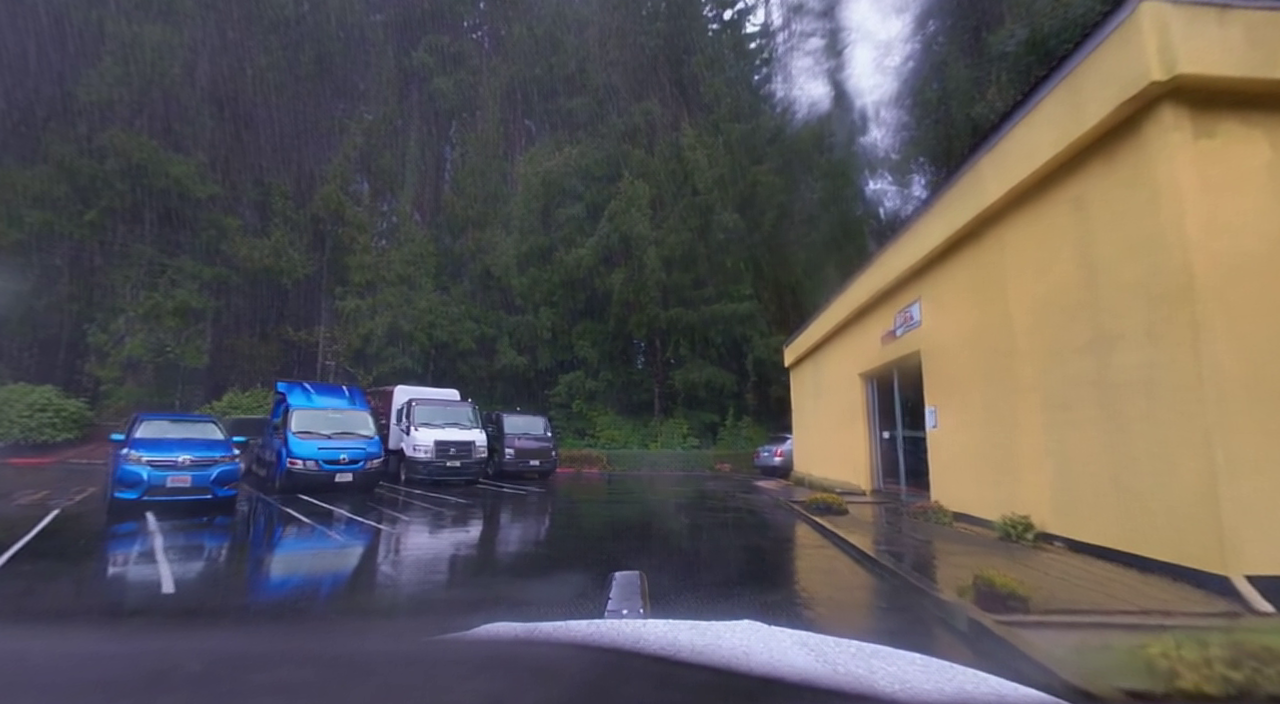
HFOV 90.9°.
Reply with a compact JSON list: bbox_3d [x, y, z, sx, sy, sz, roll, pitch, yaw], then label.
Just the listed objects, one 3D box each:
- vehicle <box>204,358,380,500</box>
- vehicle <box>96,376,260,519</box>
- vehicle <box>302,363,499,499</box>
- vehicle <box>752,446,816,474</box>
[{"bbox_3d":[-12.962,2.932,22.683,3.038,3.871,11.512,7,-12,-40],"label":"vehicle"},{"bbox_3d":[-12.811,2.602,17.153,2.674,3.007,7.819,8,-12,-40],"label":"vehicle"},{"bbox_3d":[-9.757,3.191,24.331,2.948,4.069,11.906,7,-12,-41],"label":"vehicle"},{"bbox_3d":[8.083,6.024,35.310,3.473,1.506,1.809,8,-12,-44],"label":"vehicle"}]
